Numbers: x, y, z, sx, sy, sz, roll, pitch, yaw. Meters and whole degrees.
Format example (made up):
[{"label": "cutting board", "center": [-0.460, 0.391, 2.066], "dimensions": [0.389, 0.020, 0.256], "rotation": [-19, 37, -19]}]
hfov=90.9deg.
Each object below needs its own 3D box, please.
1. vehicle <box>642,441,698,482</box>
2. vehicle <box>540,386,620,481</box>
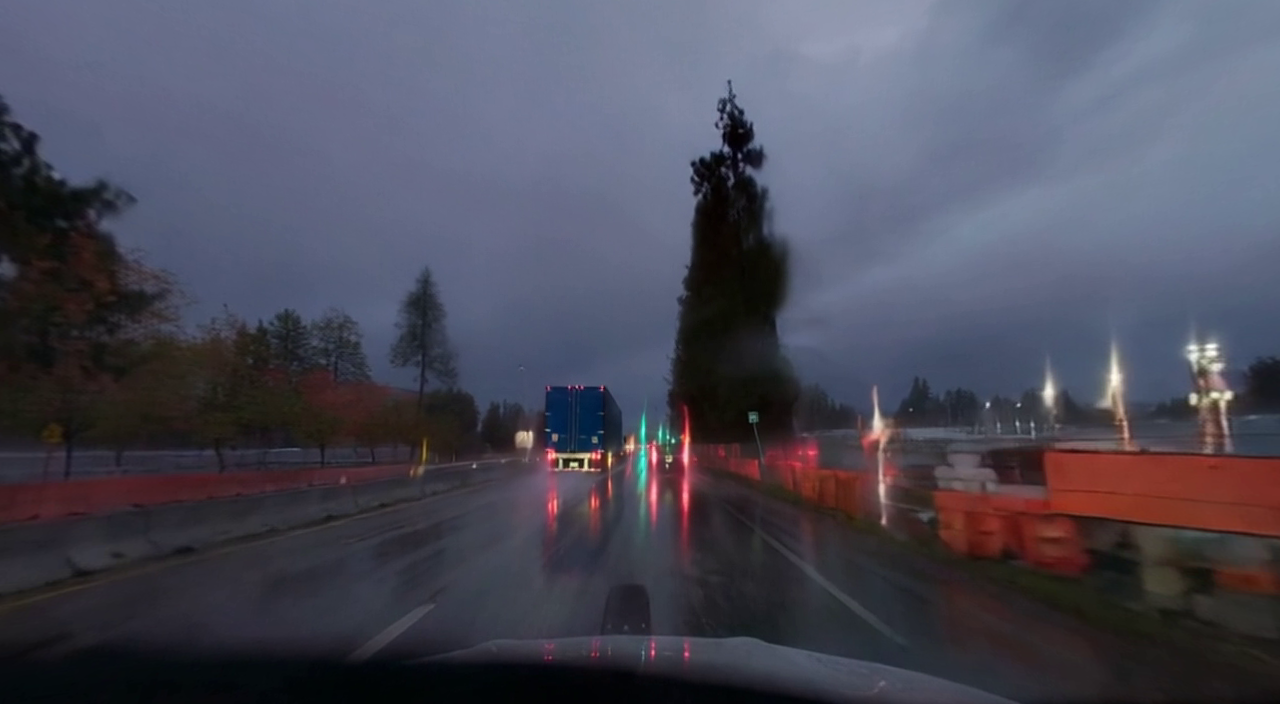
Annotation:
[{"label": "vehicle", "center": [1.257, 4.844, 28.279], "dimensions": [2.304, 1.675, 4.462], "rotation": [0, -9, 0]}, {"label": "vehicle", "center": [-2.835, 4.697, 35.307], "dimensions": [2.906, 4.115, 15.715], "rotation": [0, -9, 0]}]
